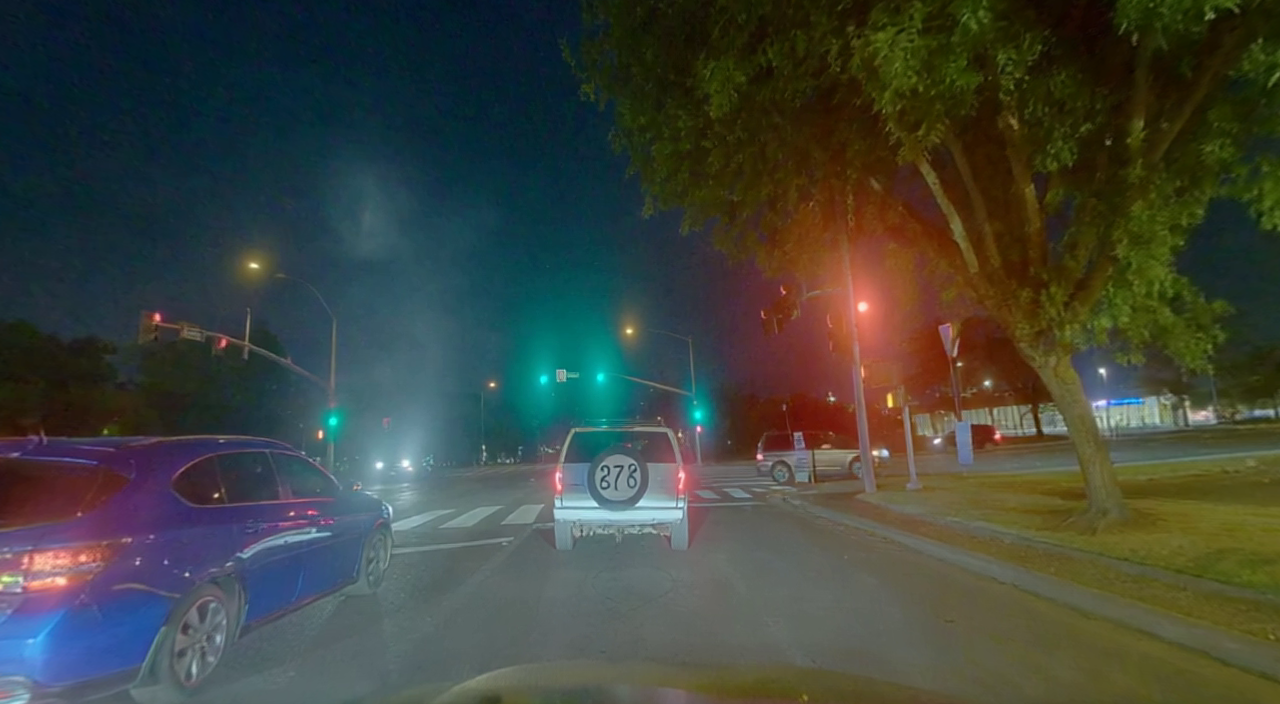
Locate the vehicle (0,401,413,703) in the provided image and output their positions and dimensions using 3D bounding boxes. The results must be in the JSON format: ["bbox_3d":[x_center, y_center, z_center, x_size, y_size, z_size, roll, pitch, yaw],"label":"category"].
[{"bbox_3d":[-3.376,1.261,4.558,2.011,1.527,4.008,0,-8,-1],"label":"vehicle"}]

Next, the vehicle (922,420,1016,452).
[{"bbox_3d":[19.650,5.041,37.751,4.872,1.806,2.107,3,-9,-20],"label":"vehicle"}]

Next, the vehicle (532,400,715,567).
[{"bbox_3d":[-0.186,1.799,9.332,2.059,1.877,4.249,0,-8,0],"label":"vehicle"}]

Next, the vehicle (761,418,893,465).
[{"bbox_3d":[8.243,4.039,28.386,5.215,1.967,2.392,-1,-8,4],"label":"vehicle"}]
